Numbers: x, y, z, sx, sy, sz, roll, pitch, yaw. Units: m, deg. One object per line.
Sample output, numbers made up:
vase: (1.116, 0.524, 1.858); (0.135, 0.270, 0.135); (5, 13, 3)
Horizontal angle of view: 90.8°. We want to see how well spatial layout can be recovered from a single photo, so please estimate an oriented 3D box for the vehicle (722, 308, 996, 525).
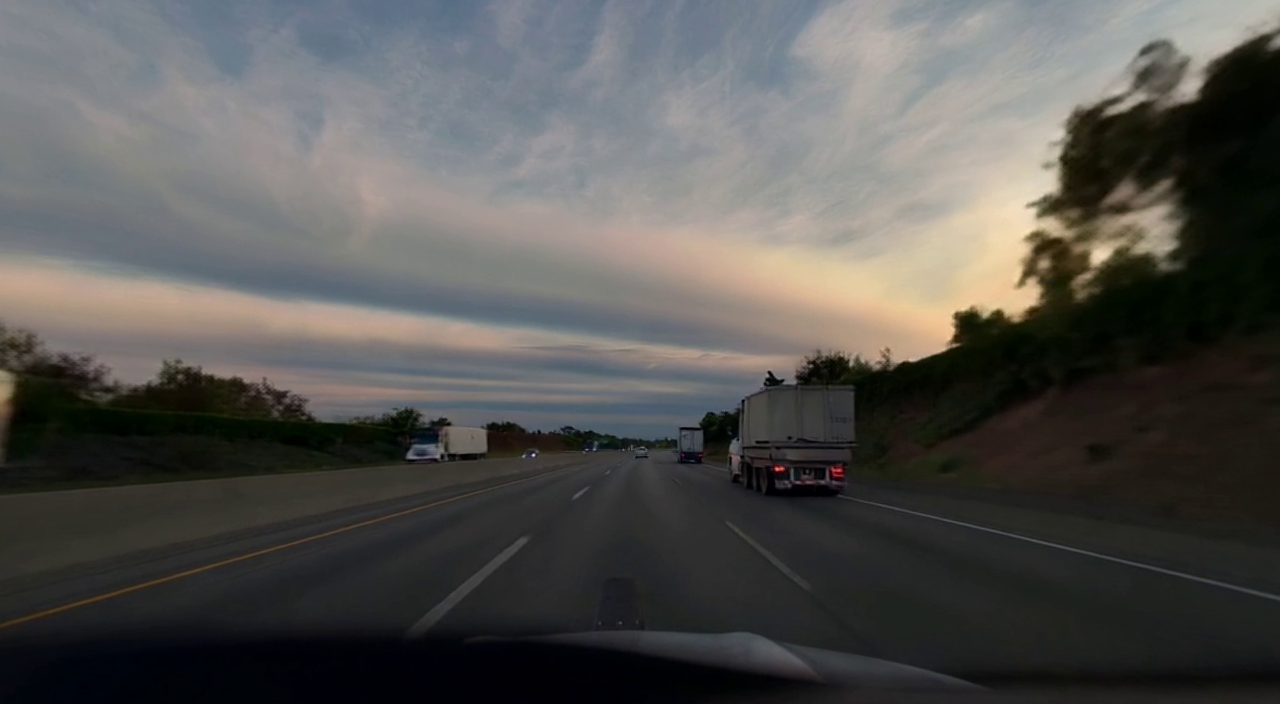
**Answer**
vehicle: (4.454, 1.897, 16.181); (3.032, 3.785, 10.333); (0, -9, -1)
